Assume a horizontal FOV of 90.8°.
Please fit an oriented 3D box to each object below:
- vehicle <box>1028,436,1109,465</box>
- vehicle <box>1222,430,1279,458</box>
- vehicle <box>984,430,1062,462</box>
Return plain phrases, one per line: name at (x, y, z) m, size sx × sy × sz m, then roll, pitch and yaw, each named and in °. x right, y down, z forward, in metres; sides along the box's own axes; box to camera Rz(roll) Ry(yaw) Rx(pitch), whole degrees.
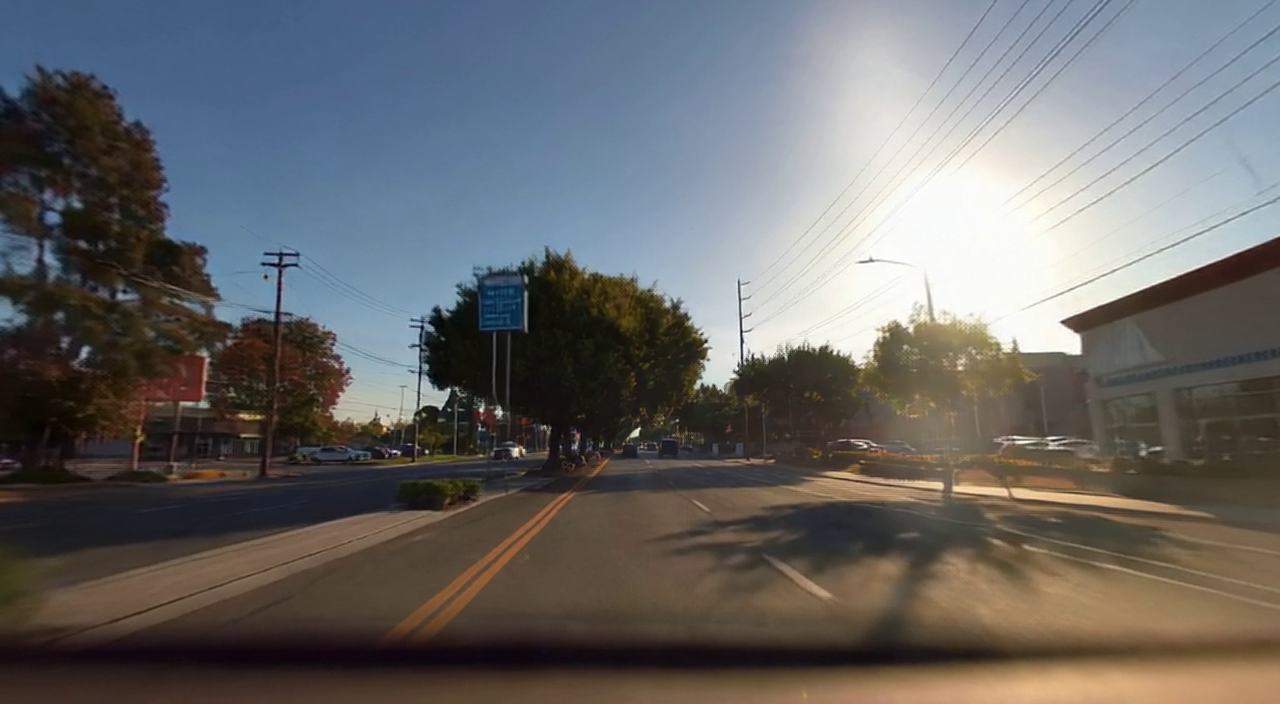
vehicle at (27.149, 6.244, 40.241) m, size 2.066 × 1.655 × 4.485 m, roll -2°, pitch -8°, yaw 1°
vehicle at (40.804, 5.919, 40.655) m, size 2.228 × 1.745 × 4.652 m, roll 0°, pitch -8°, yaw 1°
vehicle at (24.428, 6.034, 40.553) m, size 2.136 × 1.872 × 4.695 m, roll -2°, pitch -9°, yaw 2°
